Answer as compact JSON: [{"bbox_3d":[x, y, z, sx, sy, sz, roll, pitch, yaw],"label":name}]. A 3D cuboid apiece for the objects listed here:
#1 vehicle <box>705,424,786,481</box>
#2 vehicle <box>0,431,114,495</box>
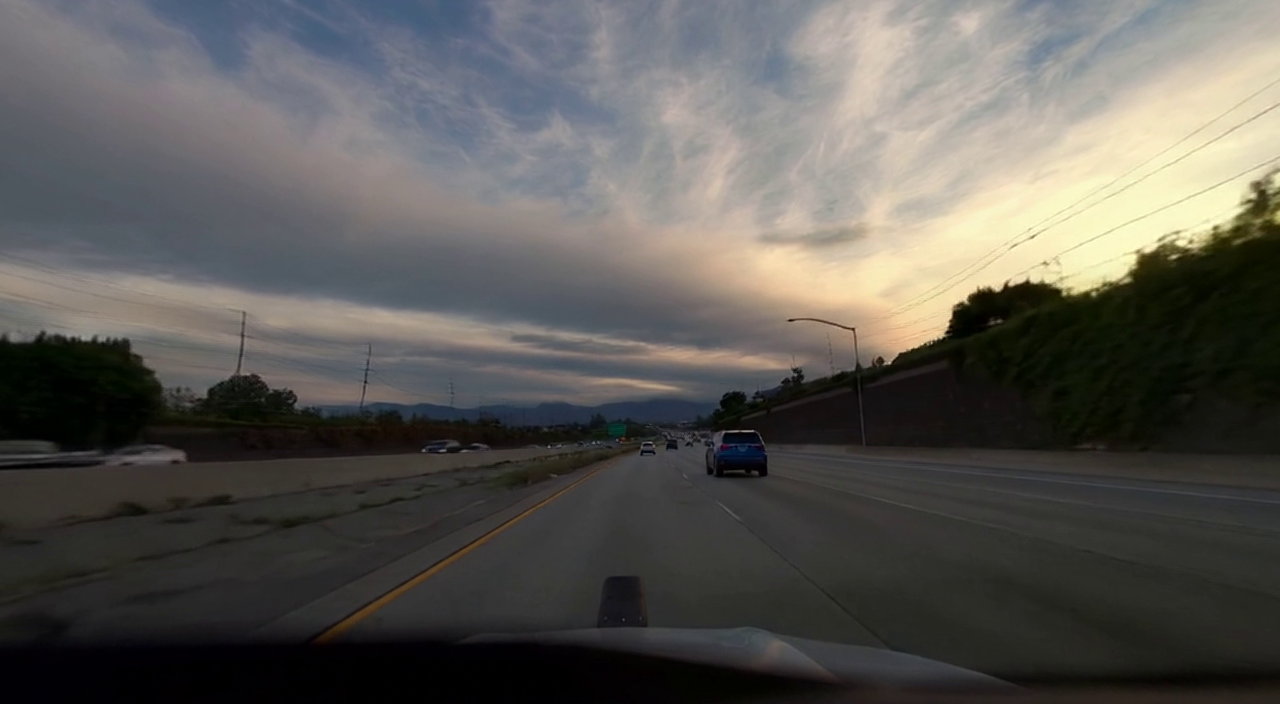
[{"bbox_3d":[3.684,3.614,22.824,2.120,1.832,4.287,0,-8,-1],"label":"vehicle"},{"bbox_3d":[-20.516,2.886,15.629,2.950,1.863,14.401,0,-8,-1],"label":"vehicle"}]
